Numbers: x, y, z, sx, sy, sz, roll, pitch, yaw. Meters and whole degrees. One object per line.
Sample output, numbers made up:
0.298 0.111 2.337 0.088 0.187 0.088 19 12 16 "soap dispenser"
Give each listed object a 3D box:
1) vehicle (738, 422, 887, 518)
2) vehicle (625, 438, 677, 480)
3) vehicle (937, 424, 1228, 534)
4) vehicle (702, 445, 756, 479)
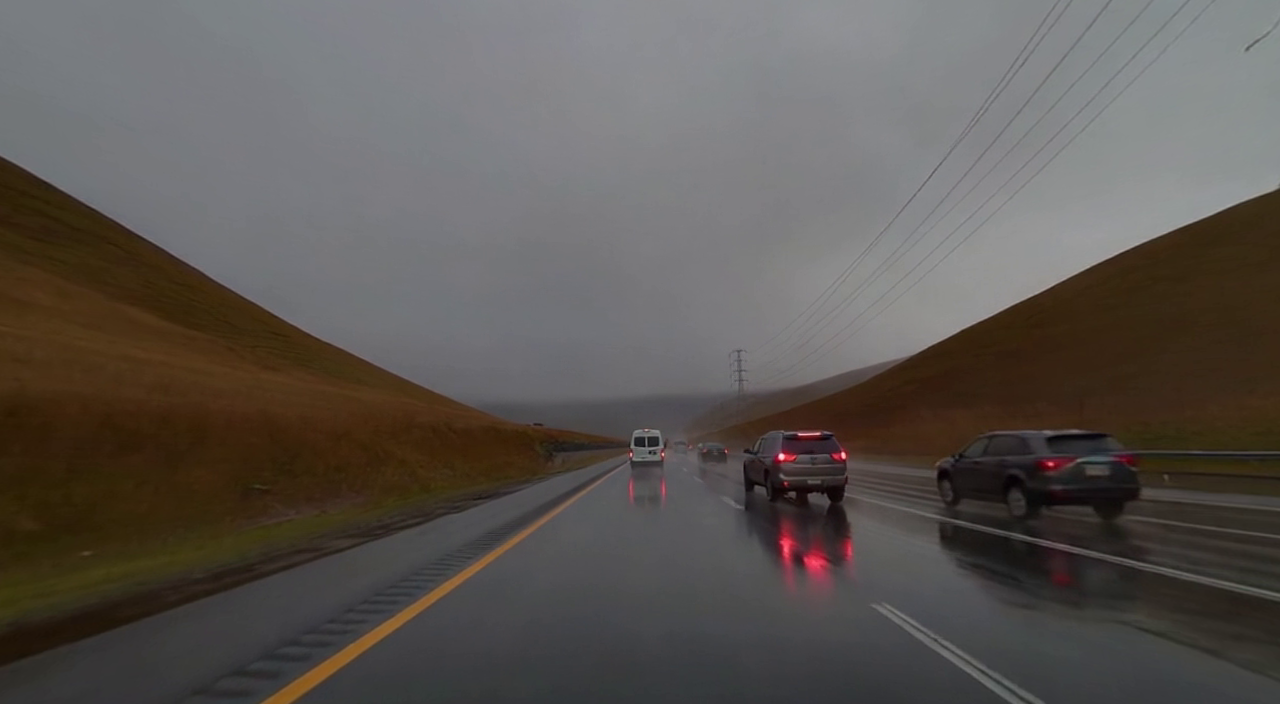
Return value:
3.677 2.609 14.467 2.139 1.821 4.480 0 -8 0 "vehicle"
0.519 4.962 29.525 2.268 1.772 4.523 0 -8 1 "vehicle"
7.957 2.313 12.128 2.216 1.673 4.660 0 -8 0 "vehicle"
4.144 5.166 29.981 1.938 1.466 4.356 0 -8 0 "vehicle"
